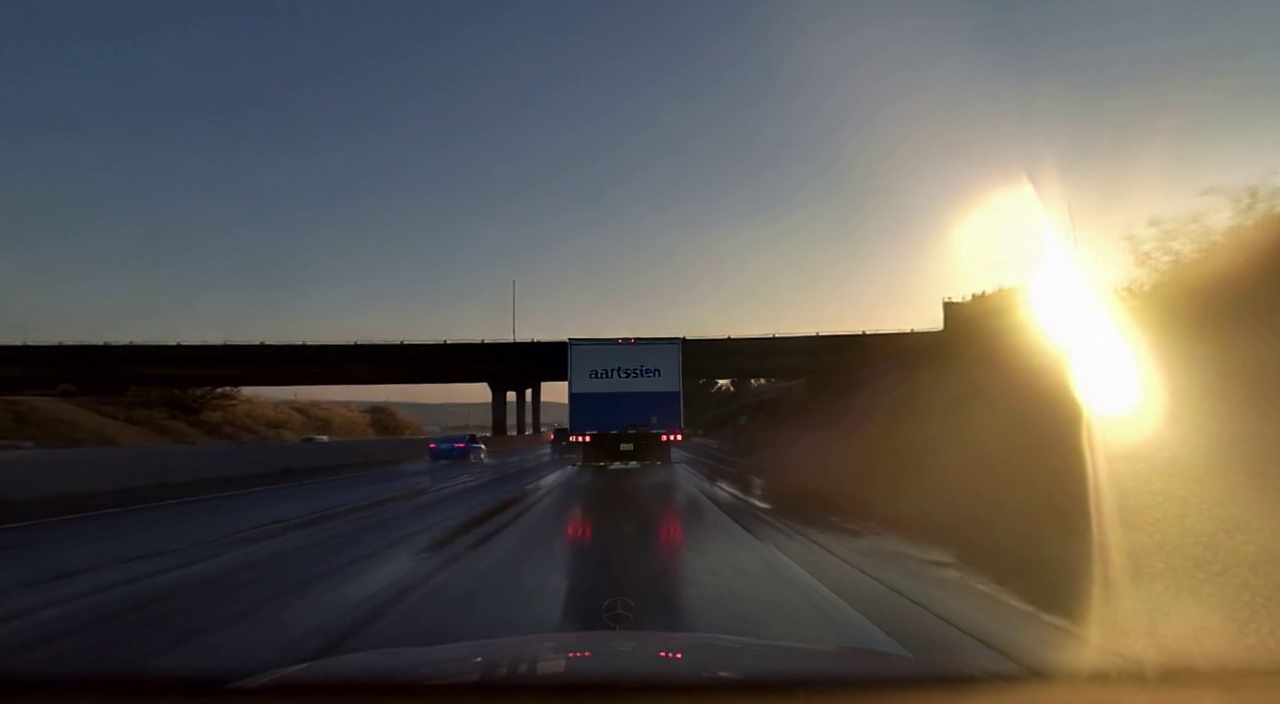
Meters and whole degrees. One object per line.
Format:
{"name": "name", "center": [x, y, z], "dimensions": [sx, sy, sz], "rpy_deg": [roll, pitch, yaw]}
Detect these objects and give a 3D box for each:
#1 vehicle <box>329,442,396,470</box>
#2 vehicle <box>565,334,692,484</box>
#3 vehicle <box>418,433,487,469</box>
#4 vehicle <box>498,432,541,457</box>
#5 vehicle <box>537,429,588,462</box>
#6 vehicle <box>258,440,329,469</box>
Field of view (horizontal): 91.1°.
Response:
{"name": "vehicle", "center": [-16.207, 6.054, 37.018], "dimensions": [1.880, 1.506, 4.531], "rpy_deg": [0, -8, 0]}
{"name": "vehicle", "center": [-0.362, 2.258, 22.606], "dimensions": [3.442, 4.106, 10.719], "rpy_deg": [0, -8, -1]}
{"name": "vehicle", "center": [-8.444, 4.469, 28.673], "dimensions": [1.940, 1.488, 3.976], "rpy_deg": [0, -8, 0]}
{"name": "vehicle", "center": [-8.116, 6.256, 42.637], "dimensions": [1.981, 1.574, 4.561], "rpy_deg": [0, -8, 0]}
{"name": "vehicle", "center": [-4.234, 5.206, 35.215], "dimensions": [2.168, 1.671, 4.888], "rpy_deg": [0, -8, 1]}
{"name": "vehicle", "center": [-19.989, 5.908, 36.443], "dimensions": [1.829, 1.546, 4.004], "rpy_deg": [0, -8, 0]}
